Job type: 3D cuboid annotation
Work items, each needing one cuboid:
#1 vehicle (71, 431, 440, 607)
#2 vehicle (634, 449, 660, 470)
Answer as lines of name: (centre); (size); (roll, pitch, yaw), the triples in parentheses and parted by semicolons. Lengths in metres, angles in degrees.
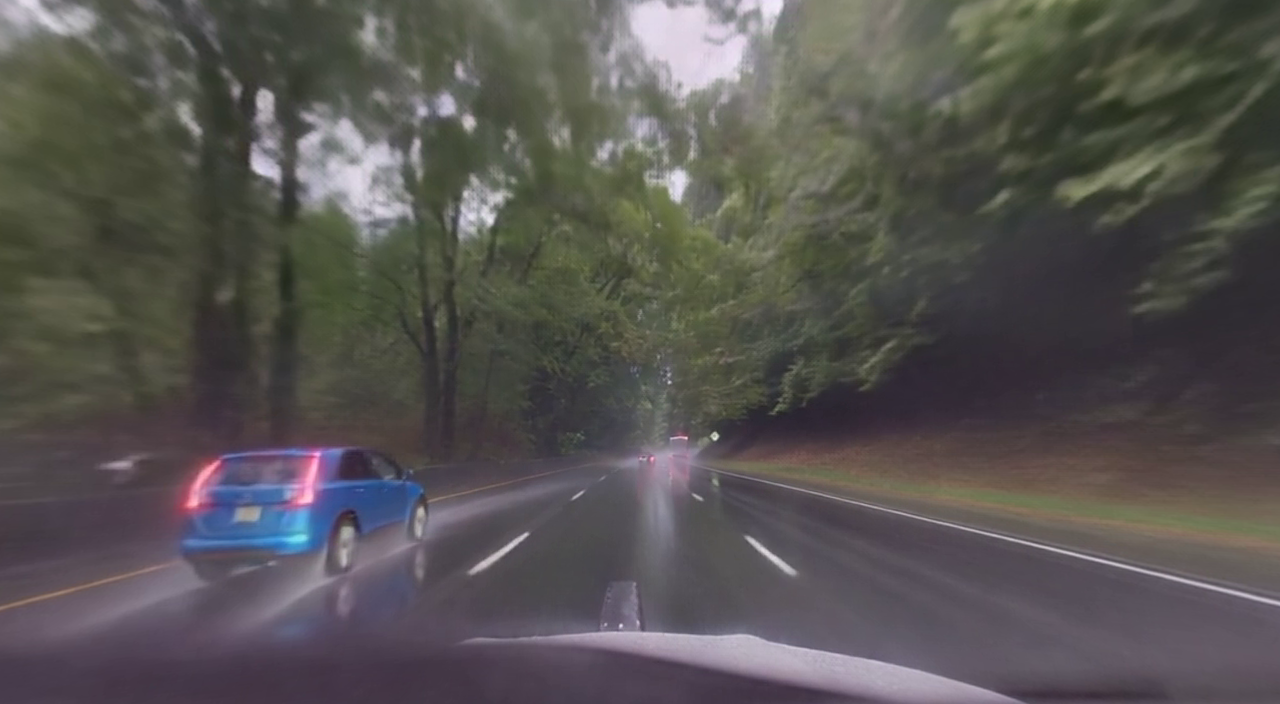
vehicle: (-4.022, 1.778, 7.567); (1.927, 1.530, 3.874); (0, -9, 1)
vehicle: (0.559, 8.496, 49.888); (2.006, 1.586, 3.915); (0, -9, 1)
